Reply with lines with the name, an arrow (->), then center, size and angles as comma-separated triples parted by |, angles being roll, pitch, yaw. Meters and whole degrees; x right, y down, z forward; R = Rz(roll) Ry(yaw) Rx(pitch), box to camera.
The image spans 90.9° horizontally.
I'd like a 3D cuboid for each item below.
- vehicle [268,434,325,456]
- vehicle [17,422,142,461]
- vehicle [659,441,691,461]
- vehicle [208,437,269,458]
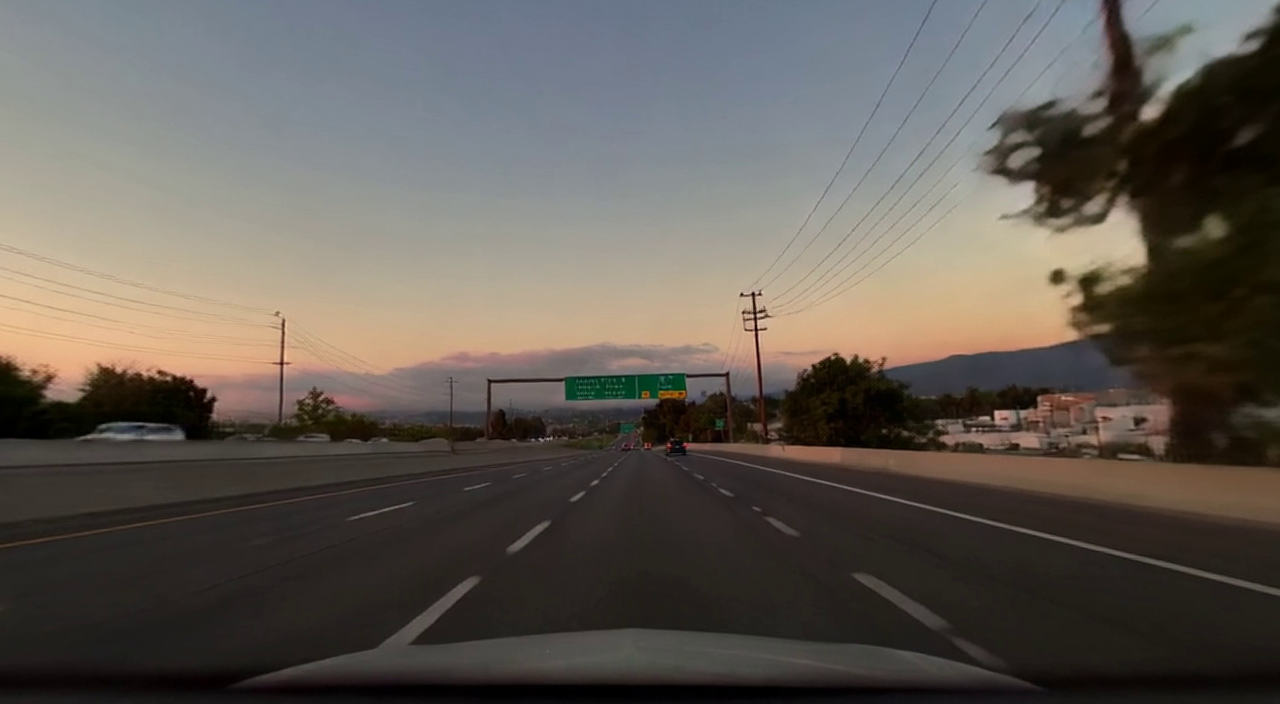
vehicle -> -26.070, 7.060, 48.036 | 1.843, 1.595, 4.423 | 0, -8, -1
vehicle -> -26.151, 4.211, 29.636 | 1.943, 1.713, 4.243 | 0, -8, 0
vehicle -> 2.637, 7.585, 48.425 | 2.036, 1.486, 4.375 | 0, -8, -2
vehicle -> -29.956, 7.145, 47.202 | 1.765, 1.501, 4.267 | 0, -8, 0
